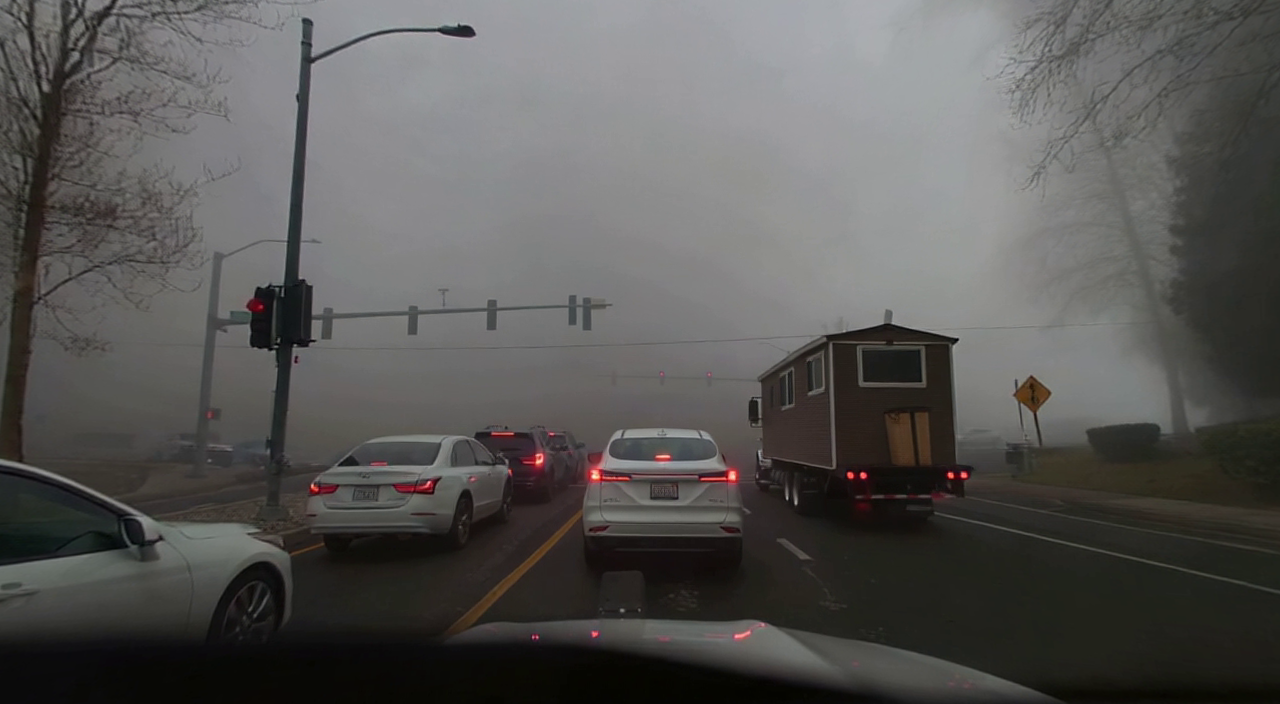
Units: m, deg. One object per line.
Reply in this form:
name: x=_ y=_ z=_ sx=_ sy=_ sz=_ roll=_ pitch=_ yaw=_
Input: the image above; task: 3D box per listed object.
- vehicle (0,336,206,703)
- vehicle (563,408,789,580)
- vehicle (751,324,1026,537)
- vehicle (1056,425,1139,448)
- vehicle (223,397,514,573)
vehicle: x=-3.431 y=0.669 z=1.463 sx=1.952 sy=1.730 sz=4.116 roll=0 pitch=-9 yaw=-1
vehicle: x=0.349 y=1.698 z=8.304 sx=2.189 sy=1.649 sz=4.171 roll=0 pitch=-9 yaw=0
vehicle: x=3.674 y=1.408 z=11.009 sx=2.531 sy=2.750 sz=5.595 roll=0 pitch=-8 yaw=1
vehicle: x=33.124 y=6.160 z=45.902 sx=4.671 sy=1.595 sz=1.824 roll=-5 pitch=-10 yaw=31
vehicle: x=-3.273 y=1.714 z=8.839 sx=2.085 sy=1.812 sz=4.388 roll=0 pitch=-9 yaw=0
